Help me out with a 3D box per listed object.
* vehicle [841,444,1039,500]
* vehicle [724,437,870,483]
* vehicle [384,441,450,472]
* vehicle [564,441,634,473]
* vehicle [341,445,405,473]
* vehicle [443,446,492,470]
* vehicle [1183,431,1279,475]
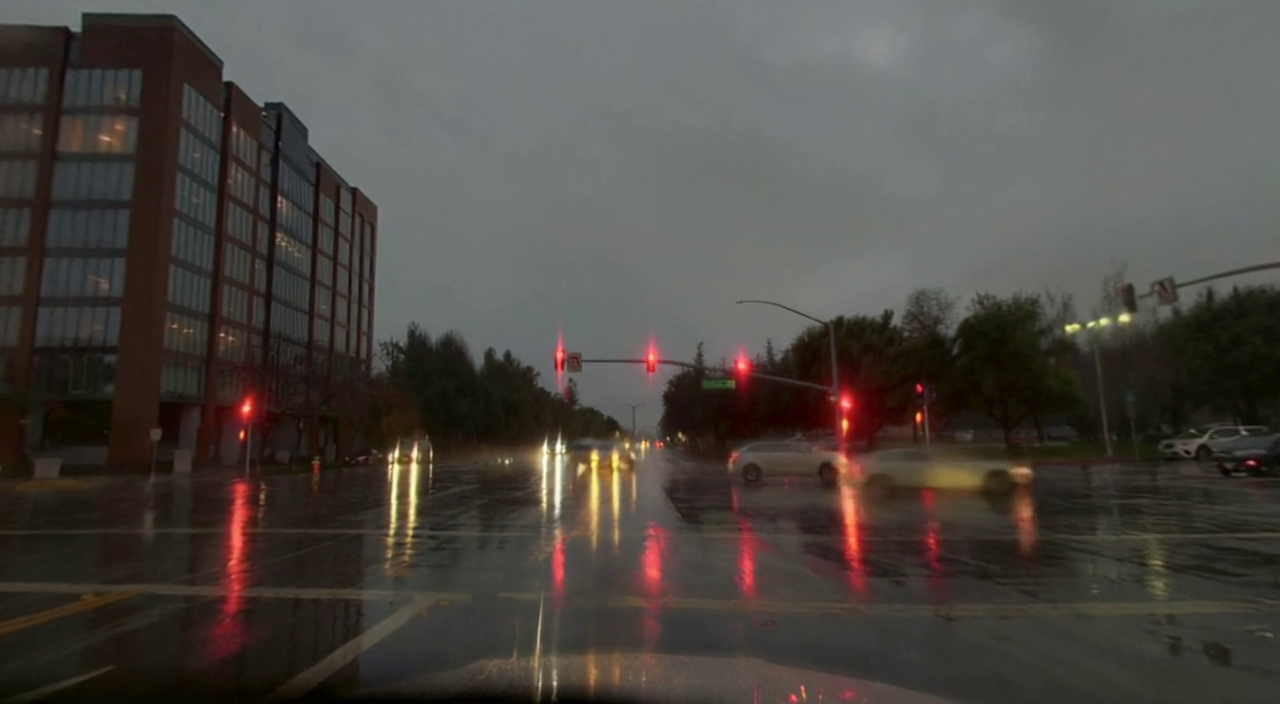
[{"bbox_3d":[7.412,3.016,16.051,4.093,1.288,1.910,-2,-9,8],"label":"vehicle"},{"bbox_3d":[5.587,3.831,22.627,4.637,1.461,2.109,-5,-10,30],"label":"vehicle"},{"bbox_3d":[-15.126,7.122,43.228,2.340,1.946,5.450,-1,-9,2],"label":"vehicle"},{"bbox_3d":[-2.176,5.287,32.084,2.115,1.445,4.864,3,-9,-22],"label":"vehicle"},{"bbox_3d":[-18.540,7.412,44.100,2.237,1.842,5.116,0,-9,0],"label":"vehicle"},{"bbox_3d":[-11.630,7.142,42.814,2.003,1.476,4.297,-1,-9,2],"label":"vehicle"},{"bbox_3d":[22.329,3.559,22.357,4.474,1.477,1.908,0,-9,-2],"label":"vehicle"}]
